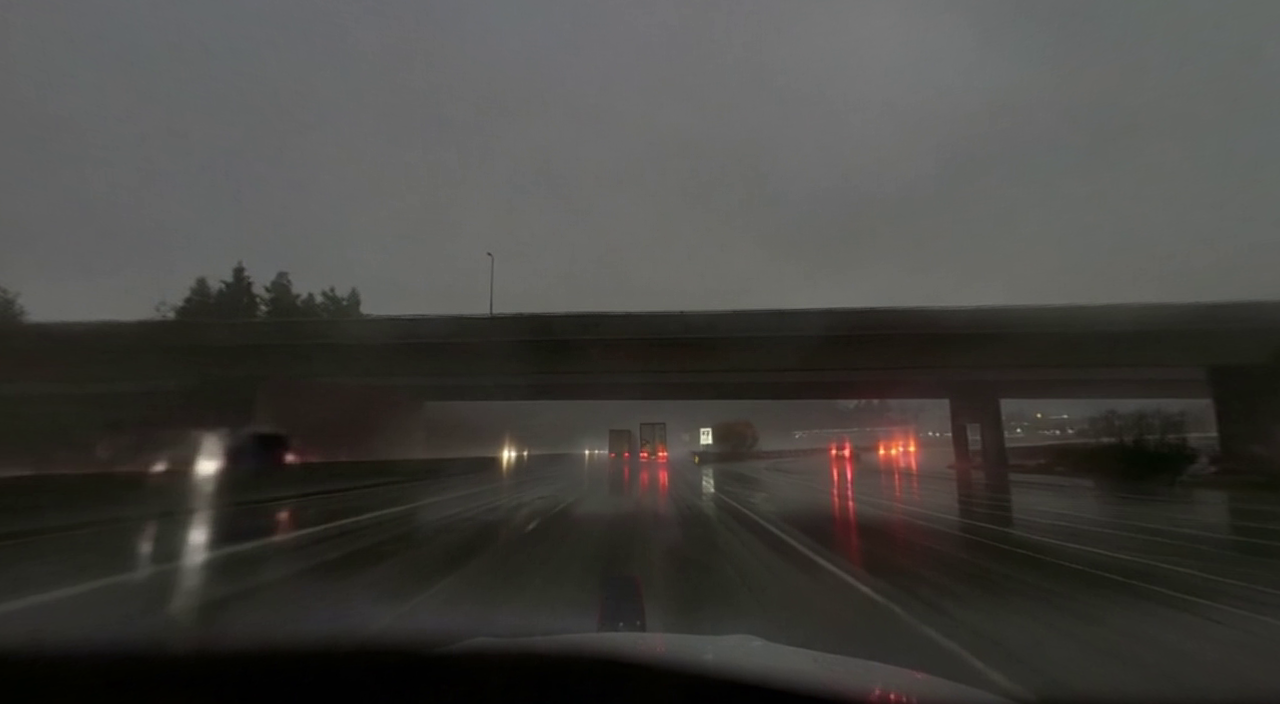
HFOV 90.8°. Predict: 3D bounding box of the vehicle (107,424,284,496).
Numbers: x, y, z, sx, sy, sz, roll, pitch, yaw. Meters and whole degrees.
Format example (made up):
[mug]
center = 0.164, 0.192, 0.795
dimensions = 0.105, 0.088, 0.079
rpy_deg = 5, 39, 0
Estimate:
[vehicle]
center = -16.109, 3.968, 23.432
dimensions = 2.230, 2.282, 5.752
rpy_deg = -1, -9, 1
